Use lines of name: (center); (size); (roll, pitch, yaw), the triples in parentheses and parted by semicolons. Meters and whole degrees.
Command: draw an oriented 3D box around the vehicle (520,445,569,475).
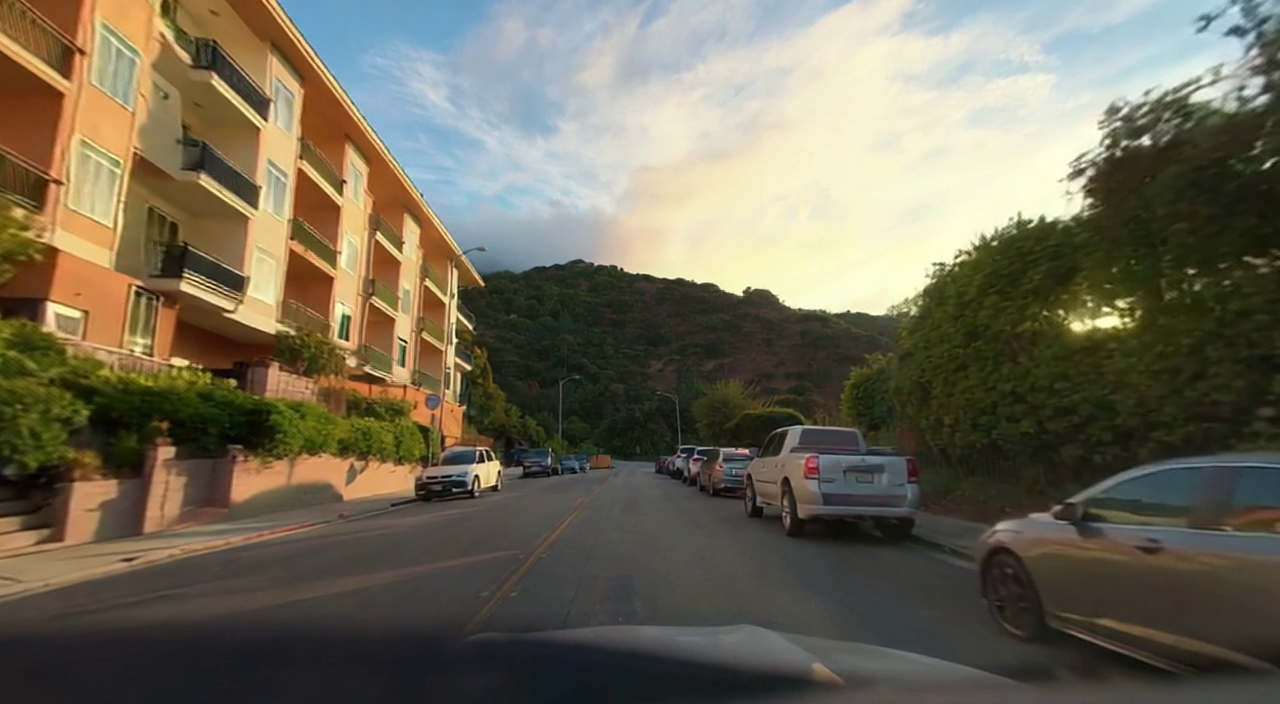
vehicle: (-6.672, 7.741, 44.805); (2.692, 1.949, 5.948); (0, -11, -1)

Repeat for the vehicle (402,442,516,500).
vehicle: (-6.366, 4.258, 23.046); (2.374, 1.843, 5.638); (0, -9, 1)

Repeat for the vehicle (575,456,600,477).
vehicle: (-4.047, 8.996, 49.098); (1.856, 1.474, 4.522); (1, -12, -3)

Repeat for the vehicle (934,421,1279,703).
vehicle: (3.582, 1.115, 3.025); (1.866, 1.510, 4.615); (1, -9, -4)

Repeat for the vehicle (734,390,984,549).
vehicle: (3.436, 2.028, 11.458); (2.482, 2.184, 5.383); (0, -9, -1)

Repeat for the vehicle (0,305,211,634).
vehicle: (-6.179, 1.071, 5.944); (1.944, 2.626, 3.160); (0, -8, -2)
